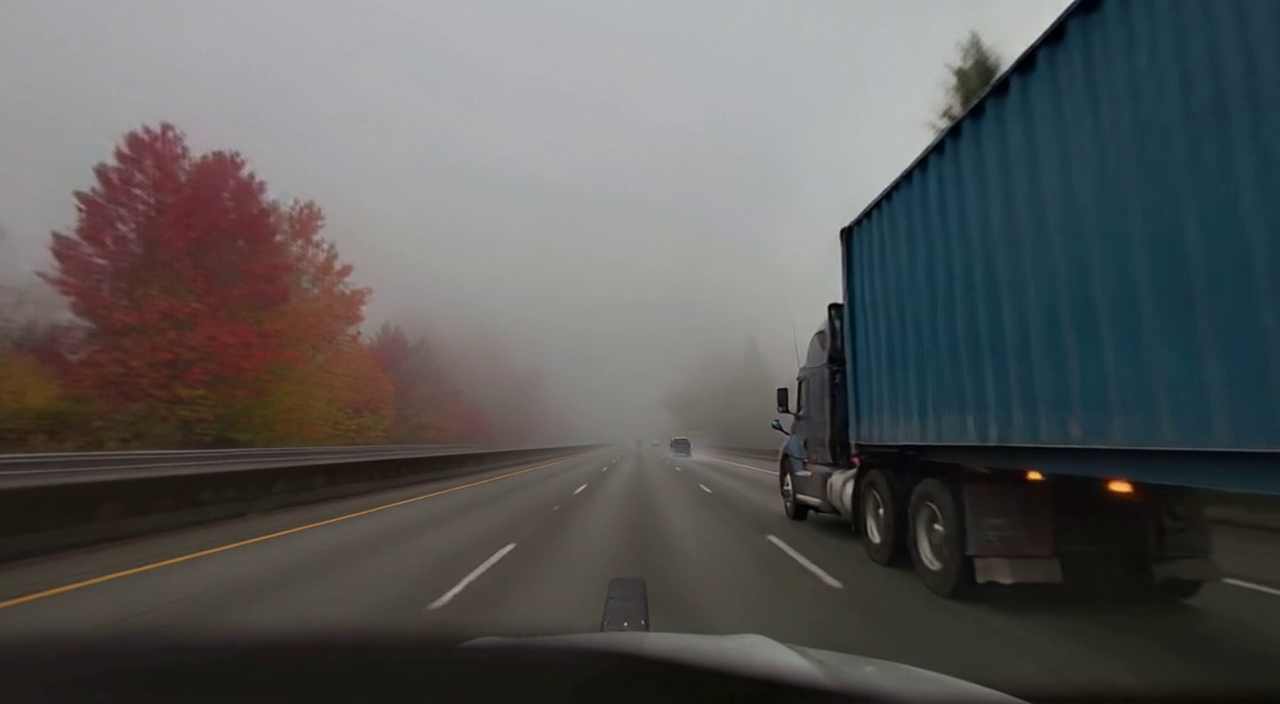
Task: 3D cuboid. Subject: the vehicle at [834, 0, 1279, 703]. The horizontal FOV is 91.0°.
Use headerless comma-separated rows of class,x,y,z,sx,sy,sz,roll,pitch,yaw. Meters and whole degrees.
vehicle,3.938,-0.553,1.574,2.903,4.003,13.046,0,-8,1
